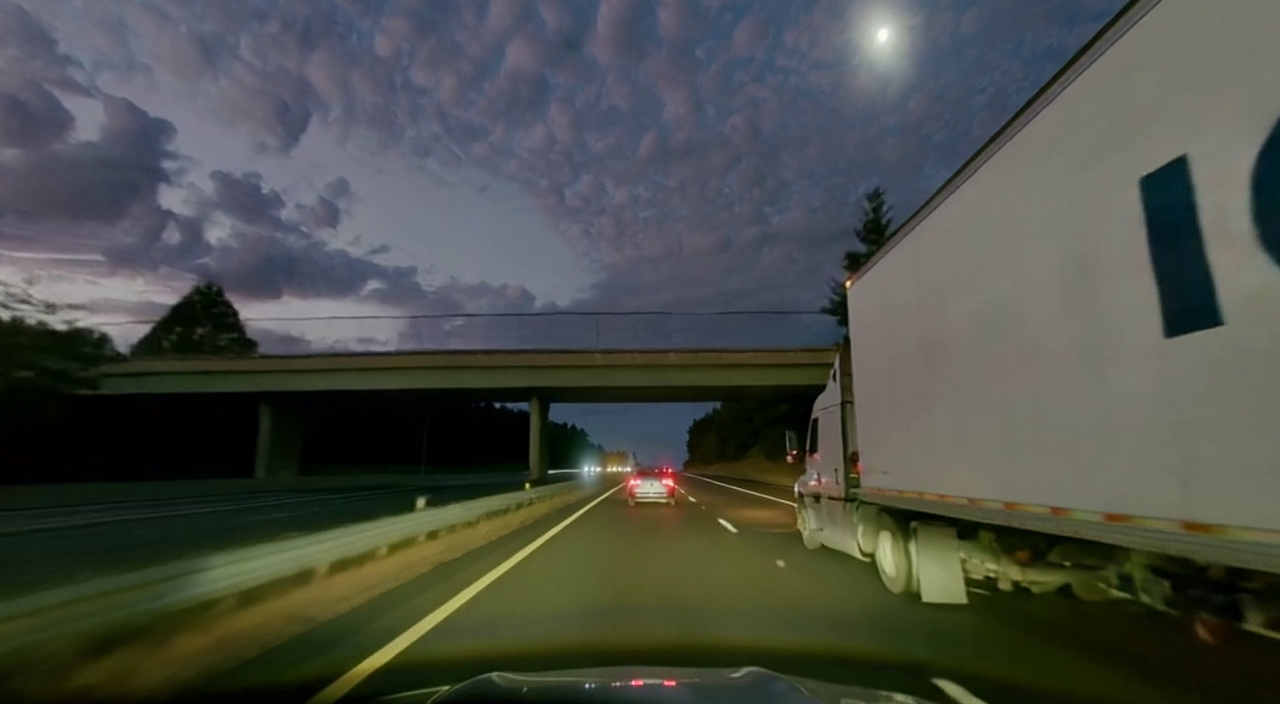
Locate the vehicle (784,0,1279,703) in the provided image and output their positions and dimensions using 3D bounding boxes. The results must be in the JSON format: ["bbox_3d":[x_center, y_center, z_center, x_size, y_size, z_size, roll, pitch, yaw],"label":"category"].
[{"bbox_3d":[4.420,0.297,4.189,2.964,4.188,16.587,1,-10,0],"label":"vehicle"}]

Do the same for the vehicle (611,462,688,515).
[{"bbox_3d":[0.296,4.213,19.686,2.156,1.444,3.762,1,-10,1],"label":"vehicle"}]
